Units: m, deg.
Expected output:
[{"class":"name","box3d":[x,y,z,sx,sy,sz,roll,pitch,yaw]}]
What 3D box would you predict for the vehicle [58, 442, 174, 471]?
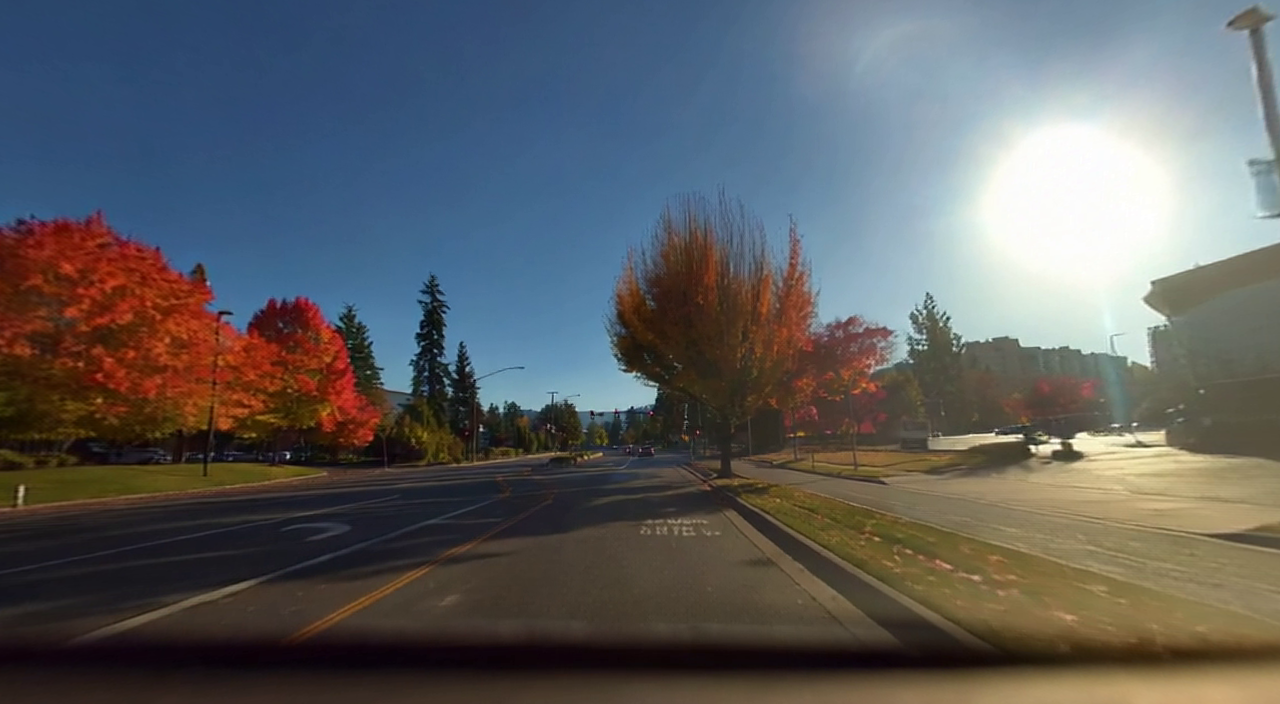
[{"class":"vehicle","box3d":[-30.410,6.124,36.733,4.706,1.457,1.999,3,-11,-5]}]
